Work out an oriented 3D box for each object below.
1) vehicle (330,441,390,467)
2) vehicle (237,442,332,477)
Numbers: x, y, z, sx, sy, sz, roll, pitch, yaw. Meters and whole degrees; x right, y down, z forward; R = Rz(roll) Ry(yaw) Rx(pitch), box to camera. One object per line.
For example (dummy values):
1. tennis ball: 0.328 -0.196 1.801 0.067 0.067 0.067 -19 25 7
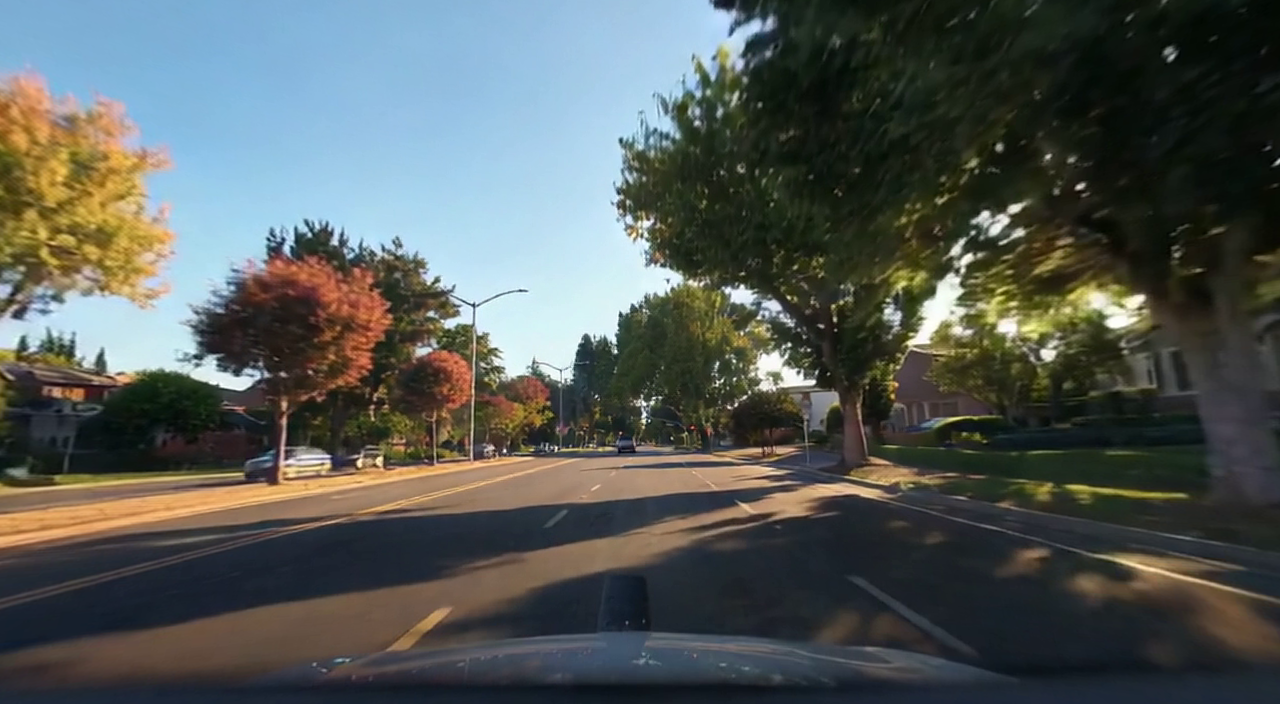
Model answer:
1. vehicle: -20.085 7.331 45.422 2.103 1.731 4.598 0 -9 1
2. vehicle: -16.881 5.103 30.235 1.869 1.557 4.424 0 -9 2
